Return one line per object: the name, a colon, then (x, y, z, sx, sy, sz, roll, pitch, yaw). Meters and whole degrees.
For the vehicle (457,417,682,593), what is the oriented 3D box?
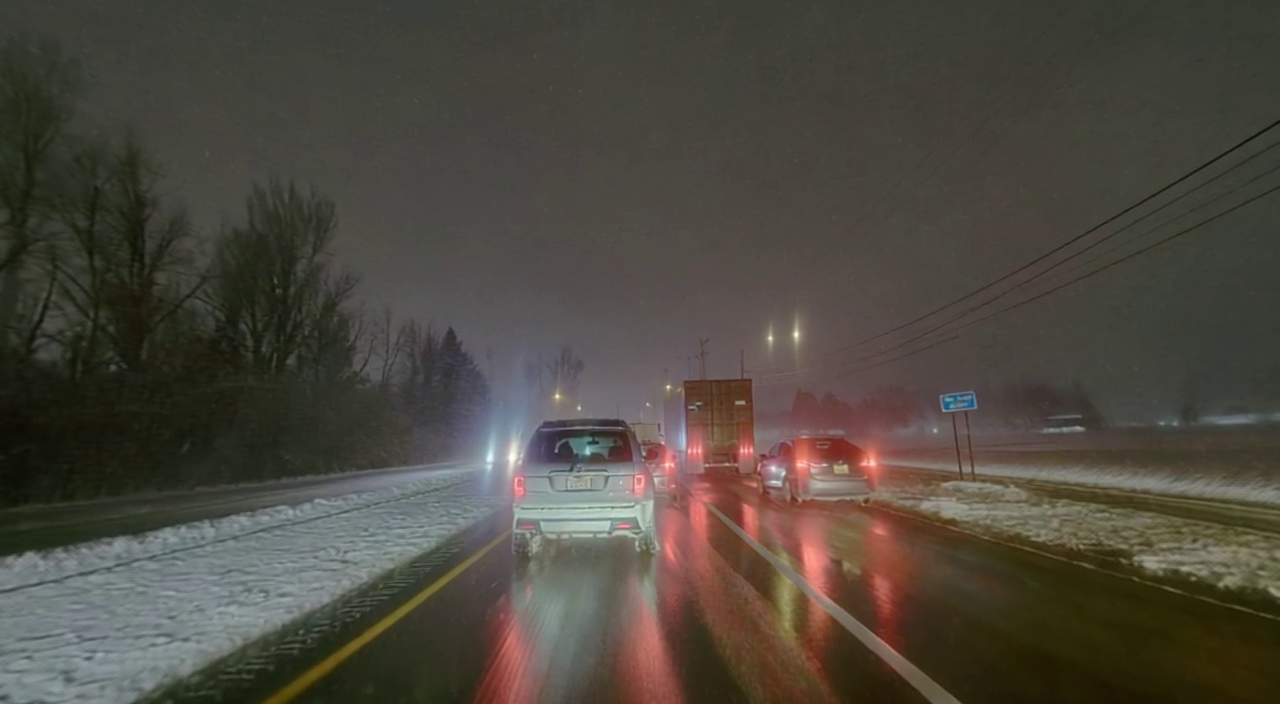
vehicle: (-0.704, 1.668, 7.745, 2.009, 1.554, 4.013, 0, -8, -2)

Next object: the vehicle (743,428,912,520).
vehicle: (3.529, 2.385, 12.942, 1.960, 1.515, 4.713, 0, -8, -1)

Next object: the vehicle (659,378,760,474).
vehicle: (3.365, 4.466, 36.658, 3.591, 4.290, 16.696, 0, -8, -1)
